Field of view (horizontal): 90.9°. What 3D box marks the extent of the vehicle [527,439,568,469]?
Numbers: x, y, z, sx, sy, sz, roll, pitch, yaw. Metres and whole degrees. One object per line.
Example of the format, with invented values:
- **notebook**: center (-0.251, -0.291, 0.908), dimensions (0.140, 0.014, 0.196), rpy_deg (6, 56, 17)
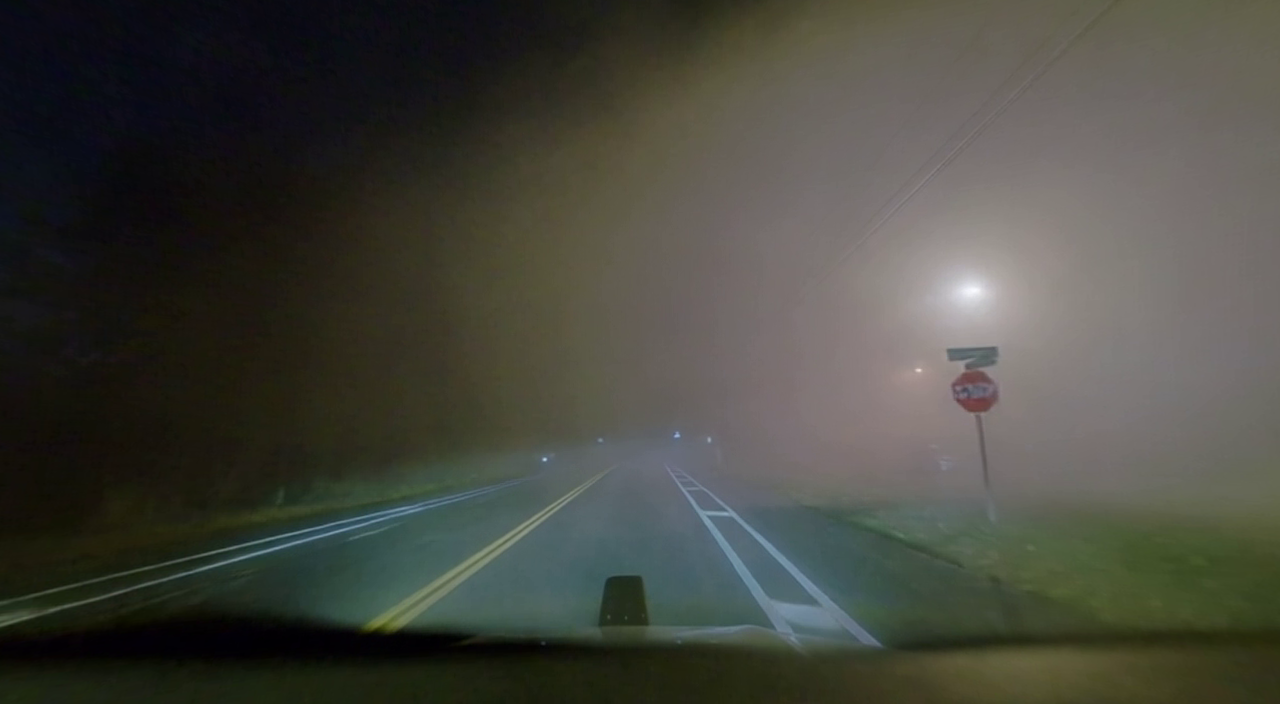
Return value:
- **vehicle**: center (-6.068, 6.830, 41.986), dimensions (1.992, 1.797, 4.372), rpy_deg (-2, -10, 1)
